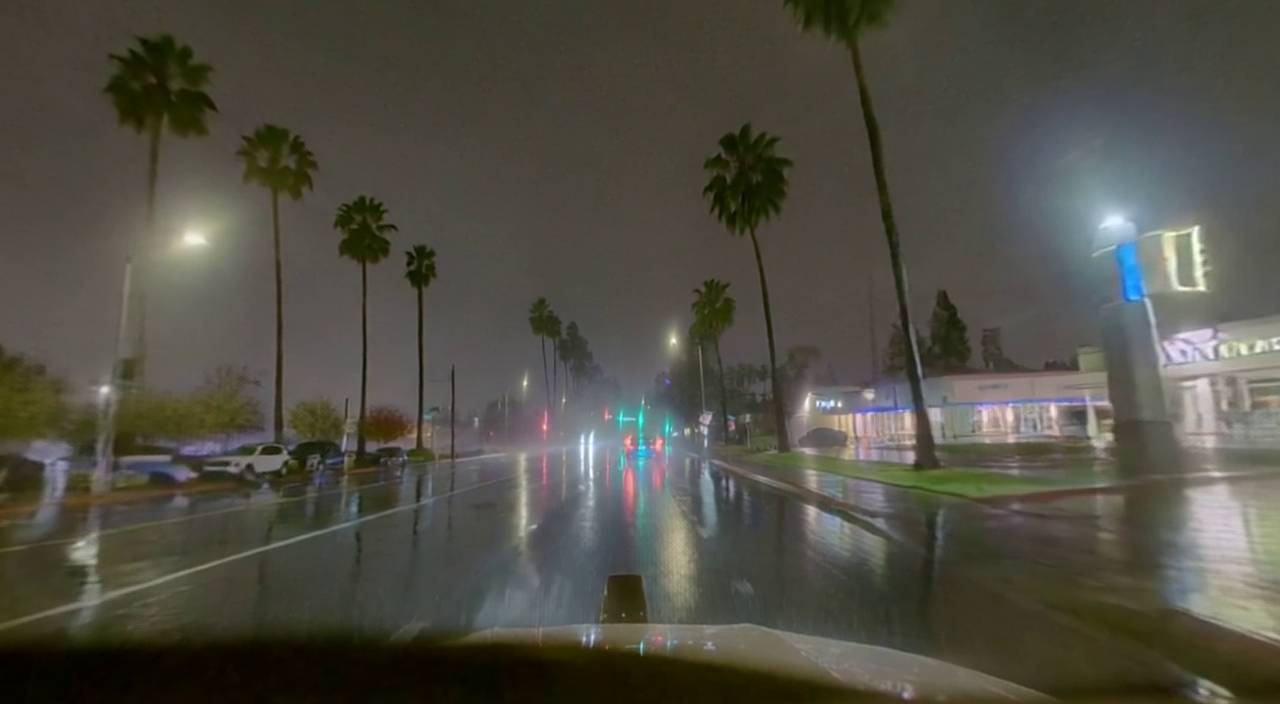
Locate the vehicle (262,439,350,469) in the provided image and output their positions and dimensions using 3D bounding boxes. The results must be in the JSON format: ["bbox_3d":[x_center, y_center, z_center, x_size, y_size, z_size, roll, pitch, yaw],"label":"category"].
[{"bbox_3d":[-21.845,6.666,41.168,4.536,1.838,2.042,0,-8,2],"label":"vehicle"}]

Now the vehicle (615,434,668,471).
[{"bbox_3d":[0.062,4.380,27.539,2.144,1.514,4.063,0,-8,0],"label":"vehicle"}]

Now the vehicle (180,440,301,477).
[{"bbox_3d":[-21.323,5.675,33.676,4.979,1.893,2.084,0,-8,-2],"label":"vehicle"}]

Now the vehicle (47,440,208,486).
[{"bbox_3d":[-22.078,4.763,27.226,4.961,1.894,2.256,0,-8,0],"label":"vehicle"}]
